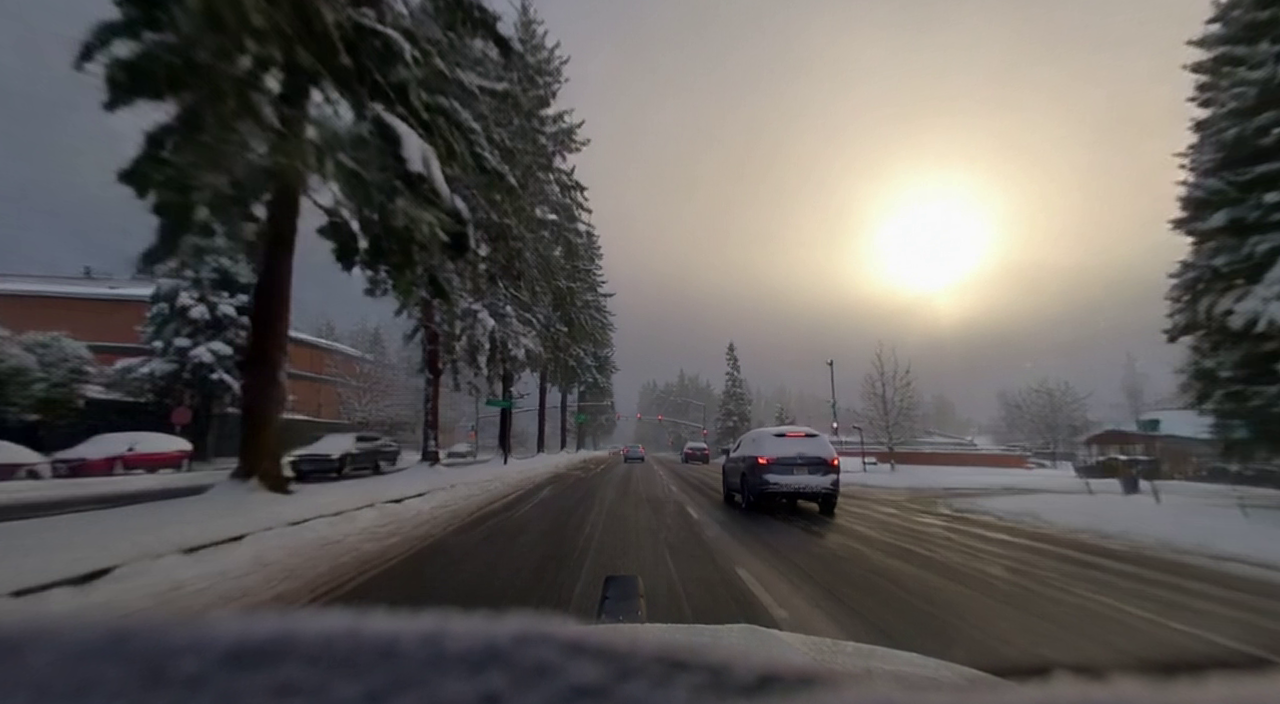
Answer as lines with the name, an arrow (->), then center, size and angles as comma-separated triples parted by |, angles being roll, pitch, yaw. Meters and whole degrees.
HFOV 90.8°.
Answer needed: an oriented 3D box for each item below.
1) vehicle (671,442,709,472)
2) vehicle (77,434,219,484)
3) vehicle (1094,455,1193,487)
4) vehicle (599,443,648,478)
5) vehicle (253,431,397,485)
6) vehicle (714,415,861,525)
vehicle -> 3.019, 6.501, 39.300 | 1.922, 1.708, 4.126 | 0, -9, -1
vehicle -> -19.323, 4.204, 25.124 | 1.958, 1.756, 4.530 | -1, -9, 0
vehicle -> 29.058, 6.858, 36.682 | 1.912, 1.598, 4.602 | -1, -8, 0
vehicle -> -0.707, 4.966, 29.124 | 2.119, 1.460, 3.847 | -1, -9, 0
vehicle -> -11.585, 3.973, 23.909 | 2.496, 1.750, 5.670 | -1, -9, 1
vehicle -> 2.917, 2.449, 13.588 | 2.035, 1.940, 4.299 | 1, -9, -1
